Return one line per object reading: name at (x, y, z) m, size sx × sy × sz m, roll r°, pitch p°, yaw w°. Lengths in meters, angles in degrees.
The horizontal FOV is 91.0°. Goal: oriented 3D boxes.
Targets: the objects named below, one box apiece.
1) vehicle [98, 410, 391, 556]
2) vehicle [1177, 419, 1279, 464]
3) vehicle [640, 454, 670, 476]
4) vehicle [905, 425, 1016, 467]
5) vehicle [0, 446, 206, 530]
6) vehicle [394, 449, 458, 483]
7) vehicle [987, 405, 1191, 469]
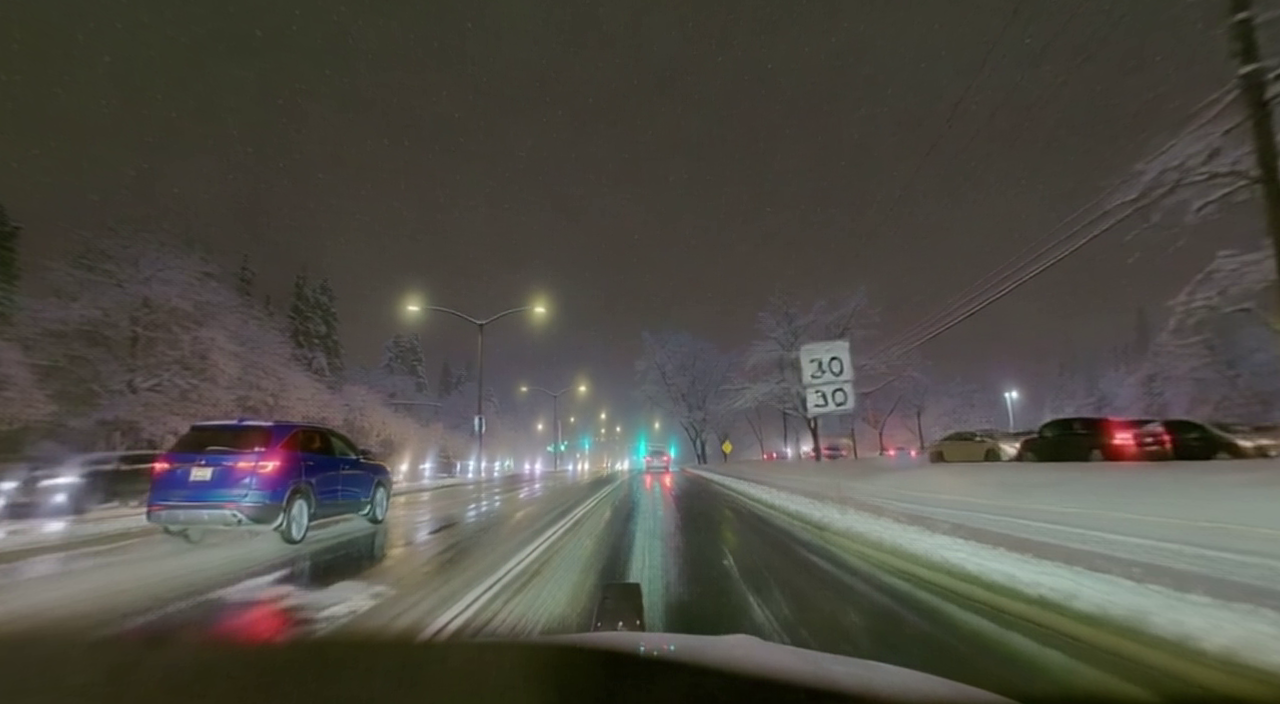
vehicle at (-6.092, 2.042, 10.517) m, size 2.027 × 1.908 × 4.273 m, roll 0°, pitch -8°, yaw 1°
vehicle at (21.936, 3.074, 21.625) m, size 1.933 × 1.487 × 5.136 m, roll 1°, pitch -9°, yaw -10°
vehicle at (1.070, 8.237, 46.147) m, size 2.091 × 1.494 × 3.962 m, roll 0°, pitch -8°, yaw 1°
vehicle at (12.857, 3.833, 25.657) m, size 1.884 × 1.522 × 4.642 m, roll 0°, pitch -8°, yaw -3°
vehicle at (-11.937, 2.865, 13.887) m, size 1.871 × 1.539 × 3.929 m, roll 0°, pitch -8°, yaw 0°
vehicle at (-11.850, 6.316, 35.242) m, size 1.953 × 1.697 × 4.725 m, roll 0°, pitch -8°, yaw -1°
vehicle at (13.513, 2.654, 19.445) m, size 1.950 × 1.697 × 4.906 m, roll 2°, pitch -9°, yaw -15°
